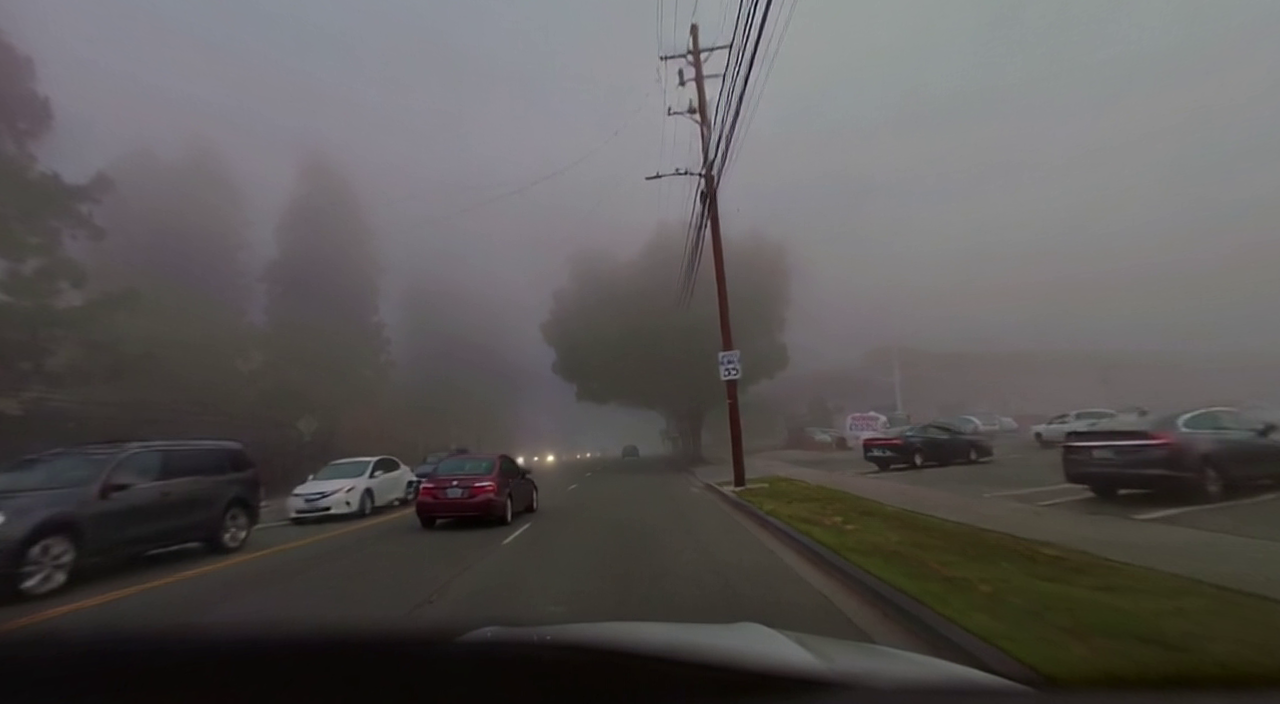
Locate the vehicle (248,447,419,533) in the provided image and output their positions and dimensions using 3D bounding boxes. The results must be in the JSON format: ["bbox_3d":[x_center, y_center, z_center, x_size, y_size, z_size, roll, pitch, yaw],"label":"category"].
[{"bbox_3d":[-6.719,3.007,14.514,1.863,1.506,4.597,-3,-8,-3],"label":"vehicle"}]

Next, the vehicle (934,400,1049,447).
[{"bbox_3d":[19.778,4.119,35.892,4.982,2.516,2.697,-2,-8,11],"label":"vehicle"}]

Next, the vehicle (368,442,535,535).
[{"bbox_3d":[-3.417,2.529,12.478,1.943,1.455,4.414,0,-8,0],"label":"vehicle"}]

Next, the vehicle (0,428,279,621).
[{"bbox_3d":[-6.772,1.833,7.650,1.877,1.742,4.919,0,-8,0],"label":"vehicle"}]

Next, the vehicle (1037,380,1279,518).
[{"bbox_3d":[8.170,1.350,9.013,4.713,1.518,2.035,4,-9,-27],"label":"vehicle"}]

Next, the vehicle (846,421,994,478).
[{"bbox_3d":[7.934,2.730,17.853,4.000,1.440,1.746,5,-9,-30],"label":"vehicle"}]
